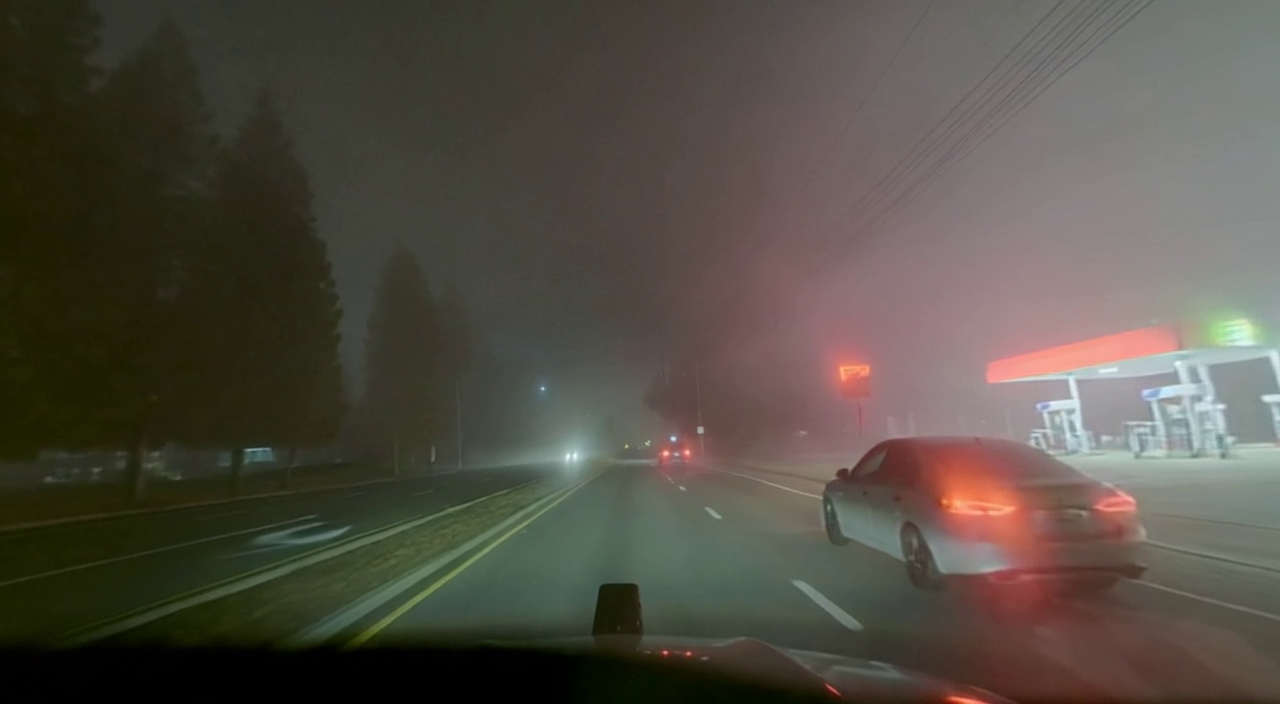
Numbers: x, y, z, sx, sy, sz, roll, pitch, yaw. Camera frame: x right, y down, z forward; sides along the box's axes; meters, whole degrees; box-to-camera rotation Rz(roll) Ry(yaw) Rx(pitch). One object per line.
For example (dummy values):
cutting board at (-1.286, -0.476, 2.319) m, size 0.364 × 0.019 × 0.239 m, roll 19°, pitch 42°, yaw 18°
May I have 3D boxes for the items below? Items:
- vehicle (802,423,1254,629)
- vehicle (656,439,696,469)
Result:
vehicle at (3.416, 1.597, 6.841) m, size 2.061 × 1.475 × 4.296 m, roll 0°, pitch -9°, yaw -2°
vehicle at (2.273, 6.694, 41.541) m, size 2.115 × 1.840 × 4.777 m, roll 0°, pitch -9°, yaw -3°
